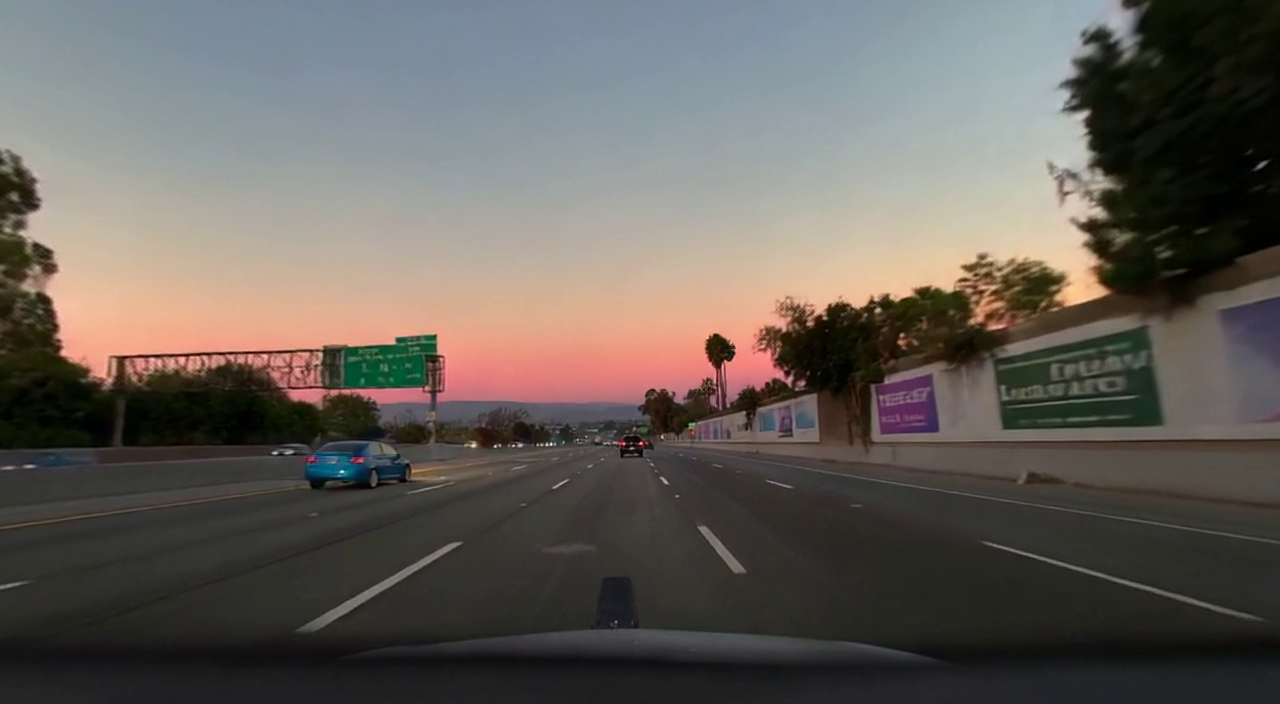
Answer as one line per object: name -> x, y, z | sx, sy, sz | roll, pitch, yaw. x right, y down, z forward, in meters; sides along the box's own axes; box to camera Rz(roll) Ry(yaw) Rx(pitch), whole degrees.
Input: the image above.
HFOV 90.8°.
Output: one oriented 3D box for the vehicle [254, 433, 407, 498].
vehicle -> -8.331, 3.083, 17.563 | 1.971, 1.552, 4.465 | 0, -8, 0
